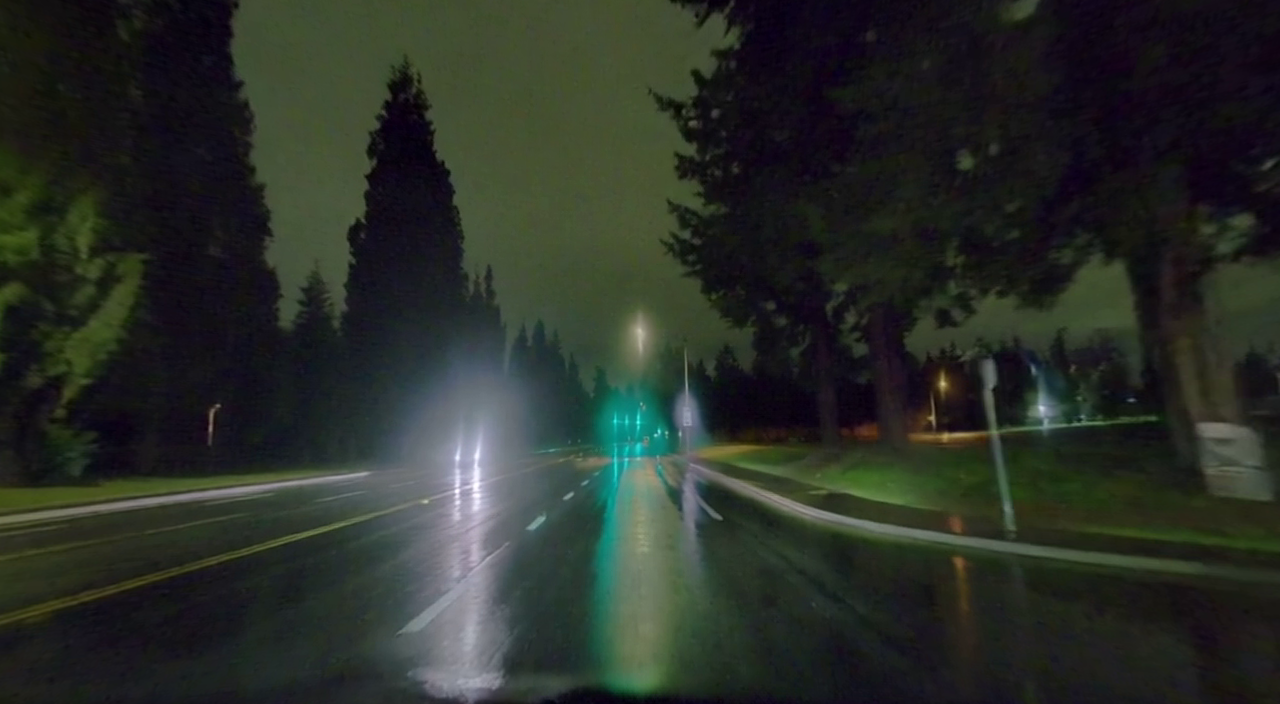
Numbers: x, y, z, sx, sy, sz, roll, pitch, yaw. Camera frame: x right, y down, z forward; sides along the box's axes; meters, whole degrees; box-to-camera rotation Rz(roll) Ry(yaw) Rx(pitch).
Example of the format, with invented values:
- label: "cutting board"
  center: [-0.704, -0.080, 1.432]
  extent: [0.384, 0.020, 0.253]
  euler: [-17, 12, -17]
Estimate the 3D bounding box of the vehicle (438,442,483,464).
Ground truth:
- label: "vehicle"
  center: [-13.395, 7.548, 47.498]
  extent: [2.078, 1.573, 4.533]
  euler: [0, -8, 0]
